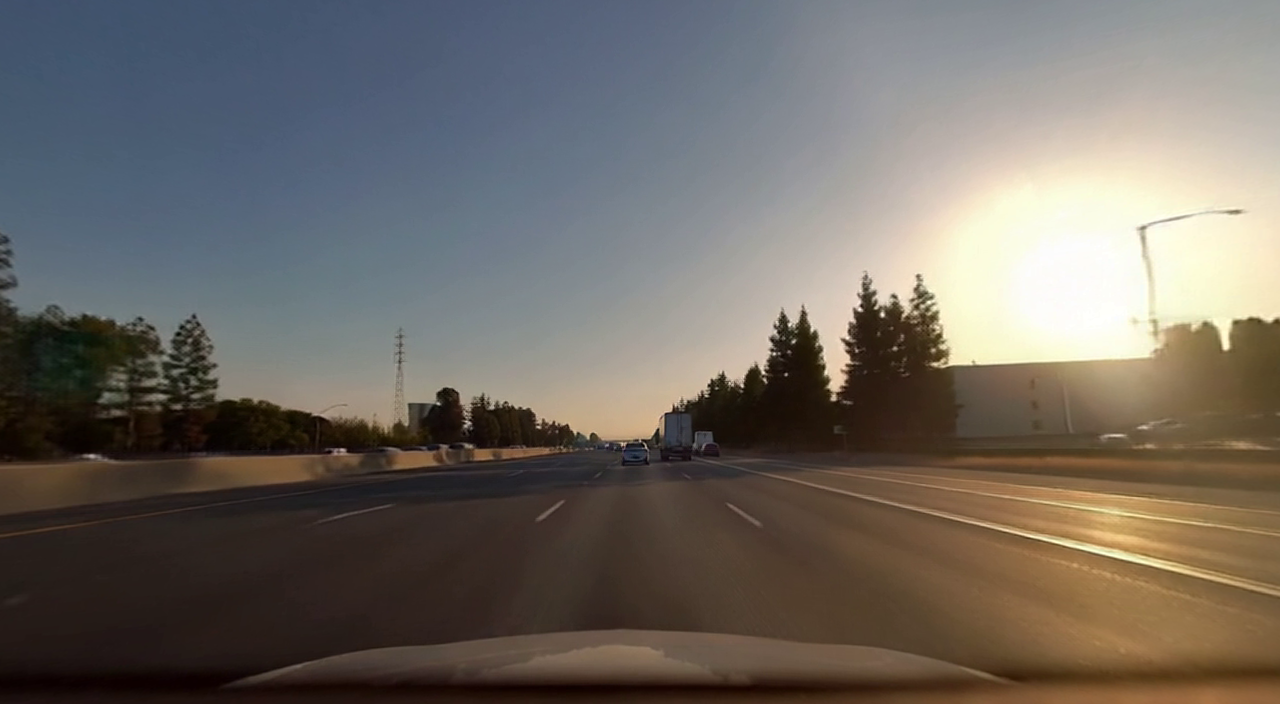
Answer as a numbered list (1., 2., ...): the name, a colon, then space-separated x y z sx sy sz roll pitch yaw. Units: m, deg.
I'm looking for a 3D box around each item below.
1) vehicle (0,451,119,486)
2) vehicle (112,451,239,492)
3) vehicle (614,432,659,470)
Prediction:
1. vehicle: -29.742 5.958 32.606 1.904 1.592 4.520 0 -8 -1
2. vehicle: -18.400 4.717 25.309 1.898 1.438 4.179 0 -8 1
3. vehicle: -0.230 5.414 34.639 2.297 1.912 4.355 0 -8 -1
